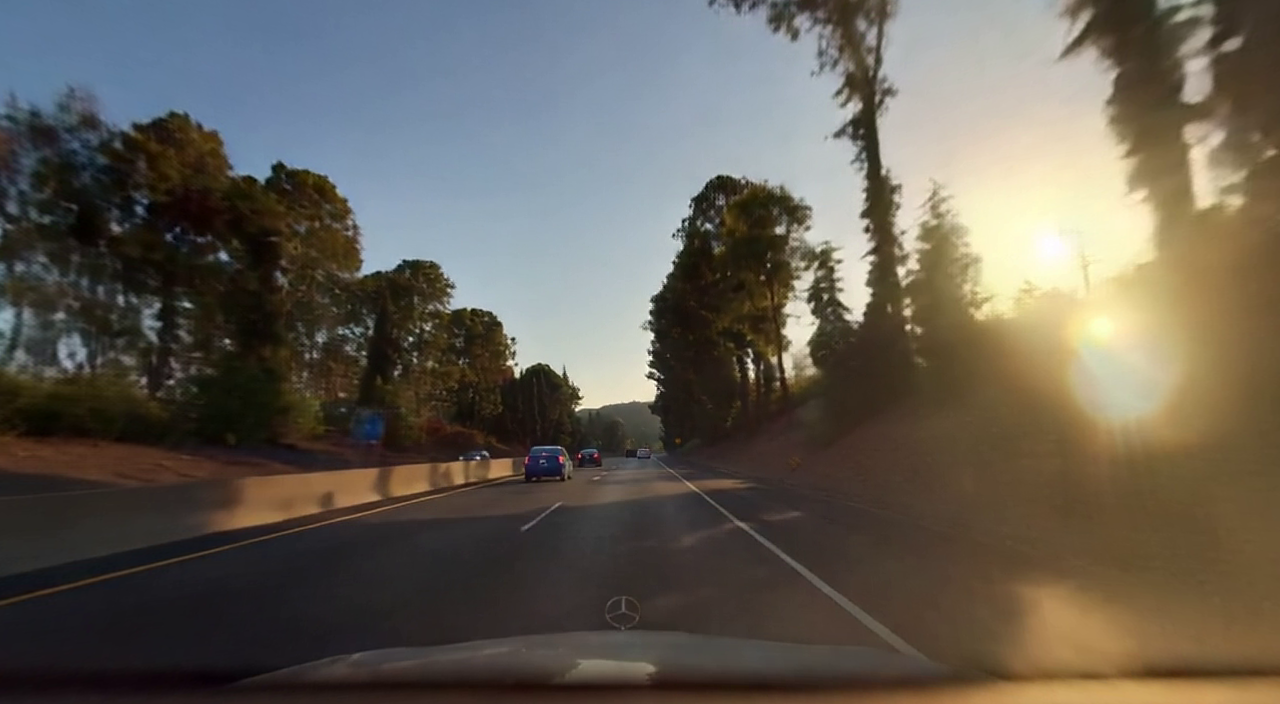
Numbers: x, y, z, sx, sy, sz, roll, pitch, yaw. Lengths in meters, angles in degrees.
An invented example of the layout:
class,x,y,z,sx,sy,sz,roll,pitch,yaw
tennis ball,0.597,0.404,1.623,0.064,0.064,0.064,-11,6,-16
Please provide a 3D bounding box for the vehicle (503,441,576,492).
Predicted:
class,x,y,z,sx,sy,sz,roll,pitch,yaw
vehicle,-3.451,4.007,22.395,1.846,1.600,4.108,0,-9,1

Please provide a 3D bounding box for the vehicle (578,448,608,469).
class,x,y,z,sx,sy,sz,roll,pitch,yaw
vehicle,-3.622,8.312,49.262,1.996,1.565,4.159,0,-9,1
